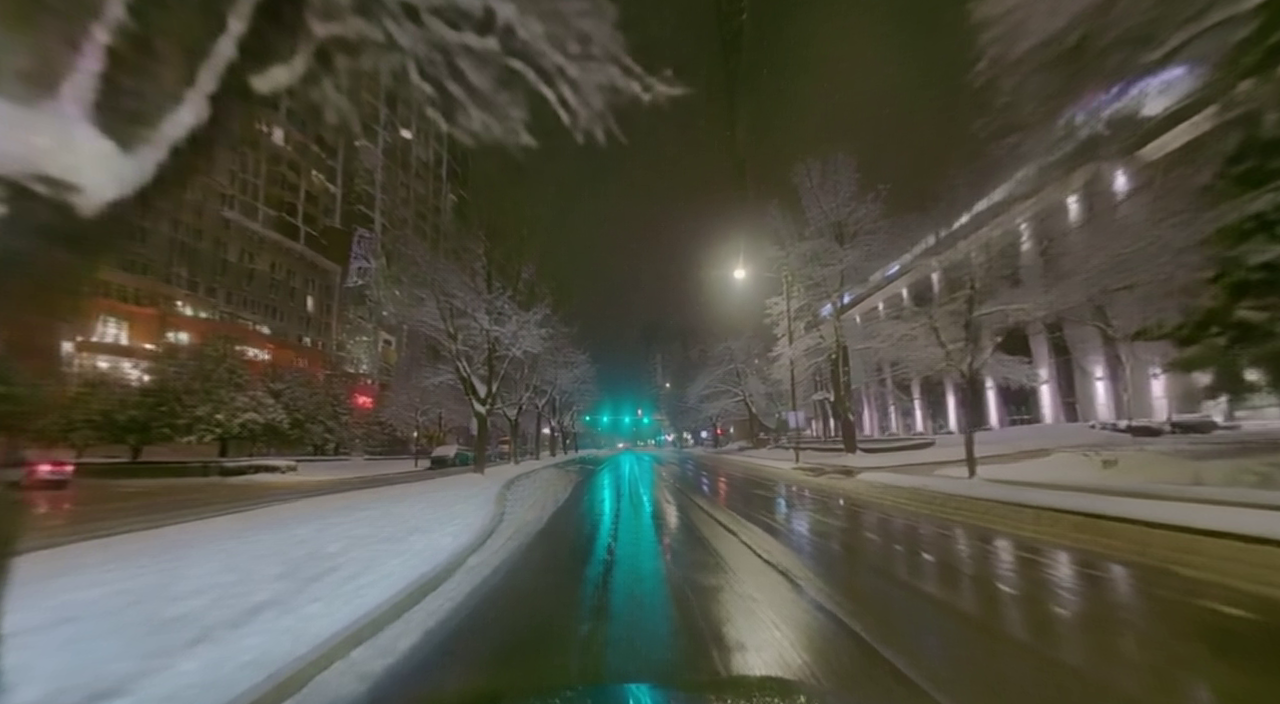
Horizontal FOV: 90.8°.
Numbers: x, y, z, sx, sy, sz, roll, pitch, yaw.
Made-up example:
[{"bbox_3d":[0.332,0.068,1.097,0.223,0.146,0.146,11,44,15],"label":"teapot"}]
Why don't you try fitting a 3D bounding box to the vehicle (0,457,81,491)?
[{"bbox_3d":[-31.900,6.249,32.544,4.486,1.614,1.950,-1,-9,5],"label":"vehicle"}]
